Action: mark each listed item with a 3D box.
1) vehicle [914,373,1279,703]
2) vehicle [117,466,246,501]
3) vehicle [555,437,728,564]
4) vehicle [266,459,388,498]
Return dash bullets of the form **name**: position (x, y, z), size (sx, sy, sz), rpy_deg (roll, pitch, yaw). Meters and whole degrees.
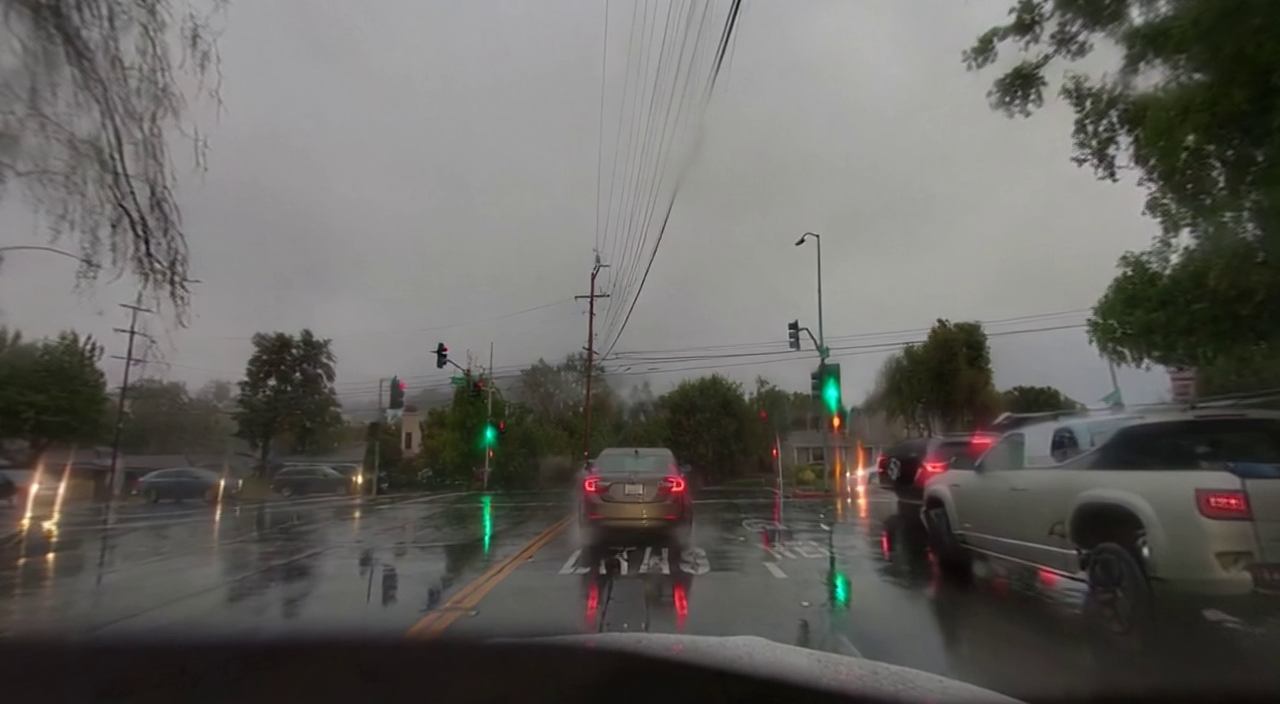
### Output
- **vehicle**: position (4.585, 1.383, 5.941), size (2.095, 1.836, 4.895), rpy_deg (-1, -9, 4)
- **vehicle**: position (-21.074, 6.034, 29.059), size (4.736, 1.475, 1.921), rpy_deg (-2, -9, 9)
- **vehicle**: position (0.060, 2.131, 9.890), size (2.078, 1.506, 4.512), rpy_deg (0, -9, 1)
- **vehicle**: position (-13.879, 5.592, 28.065), size (4.485, 1.625, 1.980), rpy_deg (-2, -9, 10)
